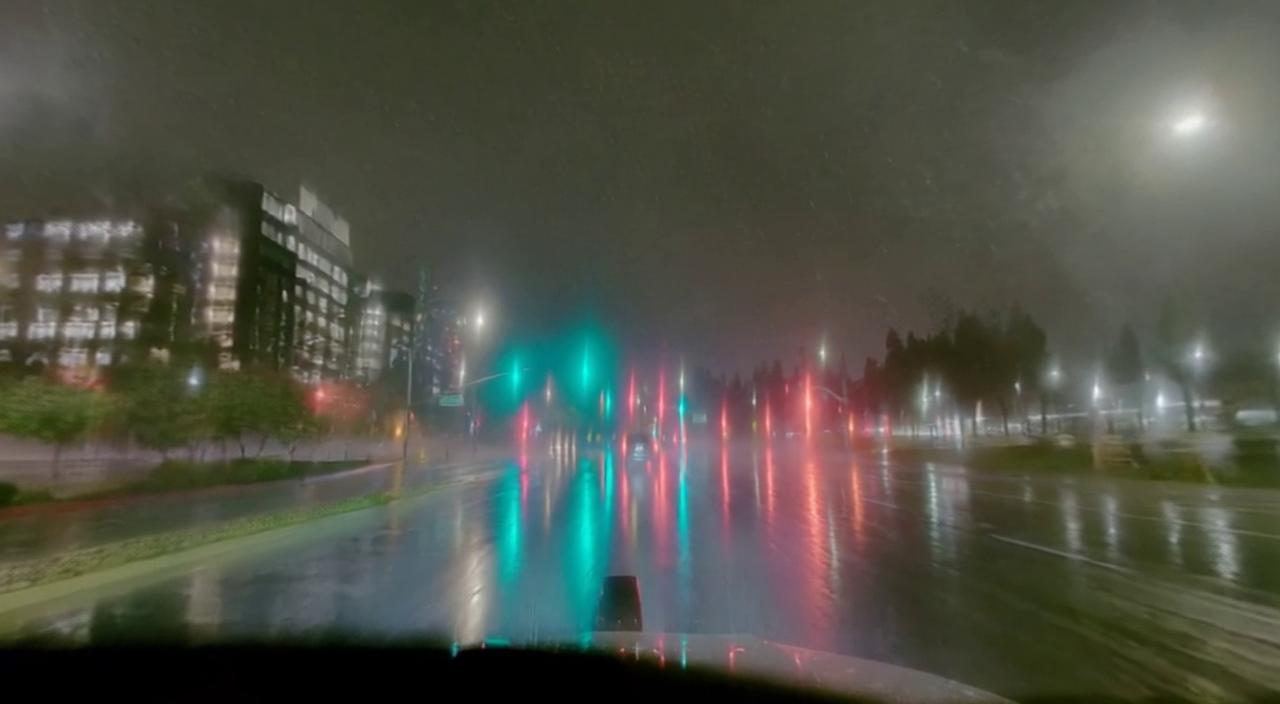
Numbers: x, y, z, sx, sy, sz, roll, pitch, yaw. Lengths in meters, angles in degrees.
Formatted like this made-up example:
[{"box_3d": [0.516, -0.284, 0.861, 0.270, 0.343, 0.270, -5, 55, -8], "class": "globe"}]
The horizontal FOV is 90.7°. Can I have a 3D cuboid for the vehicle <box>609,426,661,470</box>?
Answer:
[{"box_3d": [-0.265, 4.577, 30.261, 2.267, 1.926, 4.708, 0, -9, -1], "class": "vehicle"}]
